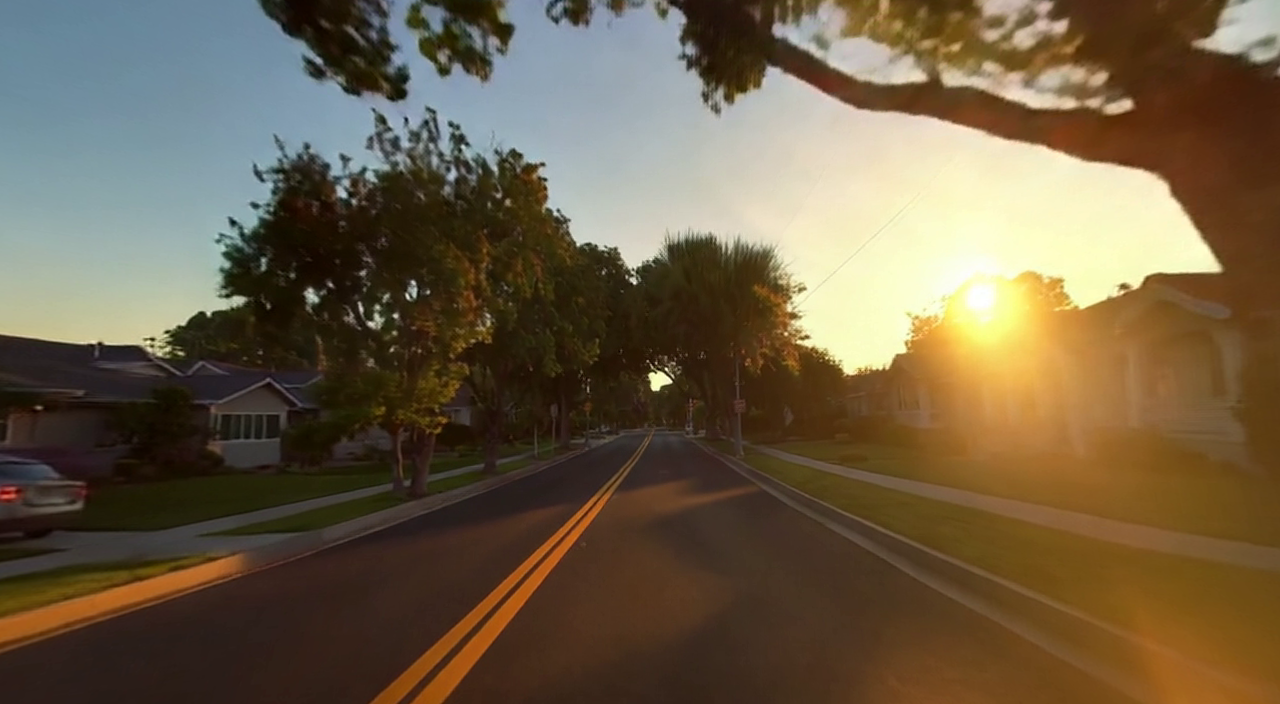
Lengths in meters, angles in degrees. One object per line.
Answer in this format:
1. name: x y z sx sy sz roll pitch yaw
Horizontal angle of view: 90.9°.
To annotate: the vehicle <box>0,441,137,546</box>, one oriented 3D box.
1. vehicle: -11.198 2.170 10.105 4.659 1.464 1.930 0 -8 3
